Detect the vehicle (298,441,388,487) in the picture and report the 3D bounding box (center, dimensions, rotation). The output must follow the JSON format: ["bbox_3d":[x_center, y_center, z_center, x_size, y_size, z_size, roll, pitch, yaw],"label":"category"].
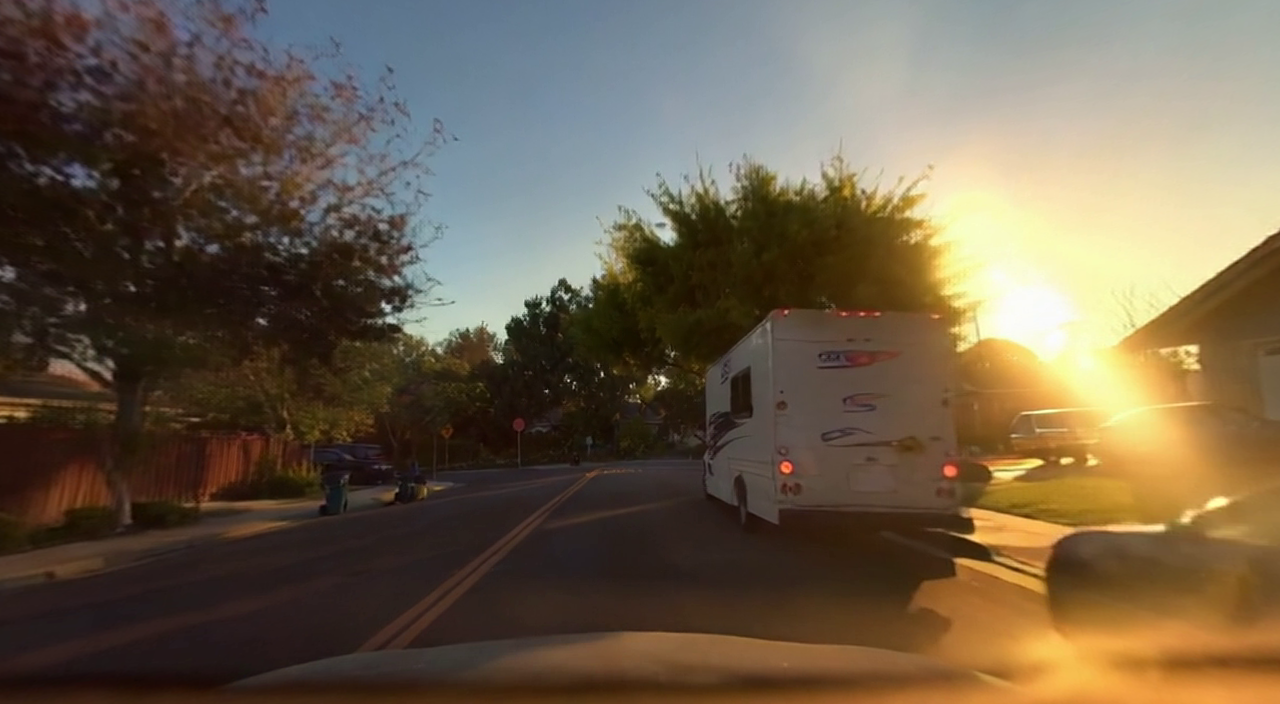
[{"bbox_3d":[-13.253,5.006,28.475,2.111,1.856,4.803,0,-9,-6],"label":"vehicle"}]

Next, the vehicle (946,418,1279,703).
[{"bbox_3d":[3.184,0.919,2.008,1.870,1.429,4.743,0,-8,-2],"label":"vehicle"}]

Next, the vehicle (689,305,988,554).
[{"bbox_3d":[2.907,1.626,12.721,2.915,3.243,8.972,0,-8,-1],"label":"vehicle"}]
